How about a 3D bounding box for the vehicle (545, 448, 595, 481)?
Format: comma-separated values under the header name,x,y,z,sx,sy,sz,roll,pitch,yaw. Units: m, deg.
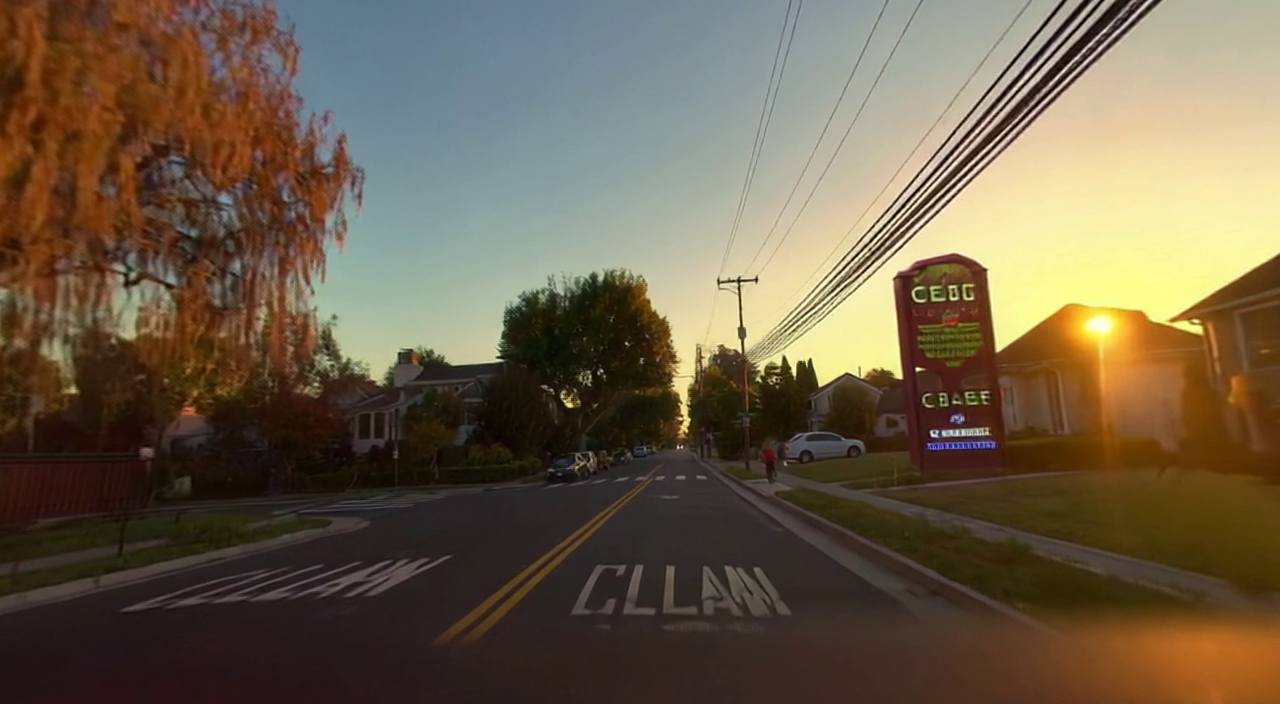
name,x,y,z,sx,sy,sz,roll,pitch,yaw
vehicle,-4.062,6.645,37.538,2.203,1.787,4.704,-1,-8,3
